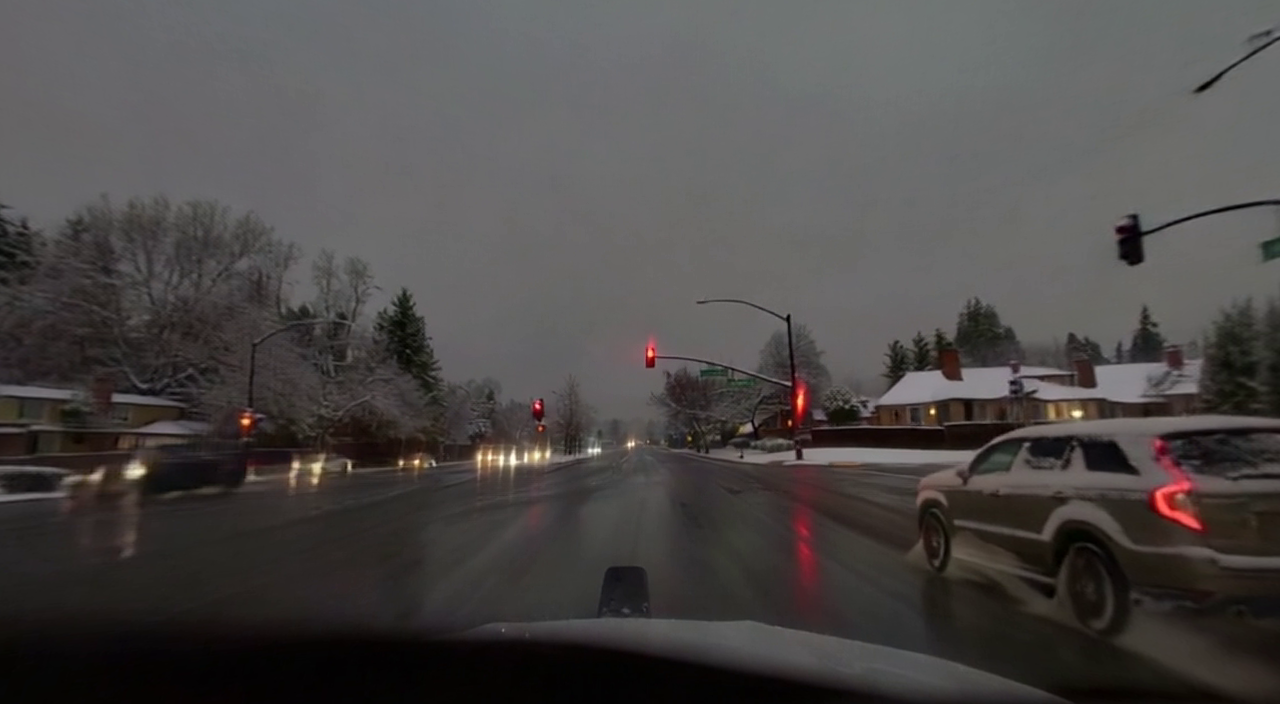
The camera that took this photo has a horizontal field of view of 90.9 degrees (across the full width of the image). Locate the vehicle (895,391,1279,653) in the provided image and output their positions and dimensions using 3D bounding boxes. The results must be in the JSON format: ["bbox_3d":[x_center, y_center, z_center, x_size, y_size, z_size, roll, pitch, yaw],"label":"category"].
[{"bbox_3d":[4.102,1.304,5.718,2.018,1.591,3.564,0,-9,0],"label":"vehicle"}]

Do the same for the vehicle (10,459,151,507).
[{"bbox_3d":[-20.809,4.864,23.698,1.829,1.531,3.777,-1,-9,-1],"label":"vehicle"}]

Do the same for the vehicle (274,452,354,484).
[{"bbox_3d":[-17.137,6.065,33.388,1.827,1.515,4.396,0,-9,0],"label":"vehicle"}]

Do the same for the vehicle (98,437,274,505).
[{"bbox_3d":[-14.049,3.678,19.971,2.064,1.860,4.683,0,-9,0],"label":"vehicle"}]

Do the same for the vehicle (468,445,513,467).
[{"bbox_3d":[-10.290,7.186,43.640,2.029,1.453,4.188,-1,-9,1],"label":"vehicle"}]
